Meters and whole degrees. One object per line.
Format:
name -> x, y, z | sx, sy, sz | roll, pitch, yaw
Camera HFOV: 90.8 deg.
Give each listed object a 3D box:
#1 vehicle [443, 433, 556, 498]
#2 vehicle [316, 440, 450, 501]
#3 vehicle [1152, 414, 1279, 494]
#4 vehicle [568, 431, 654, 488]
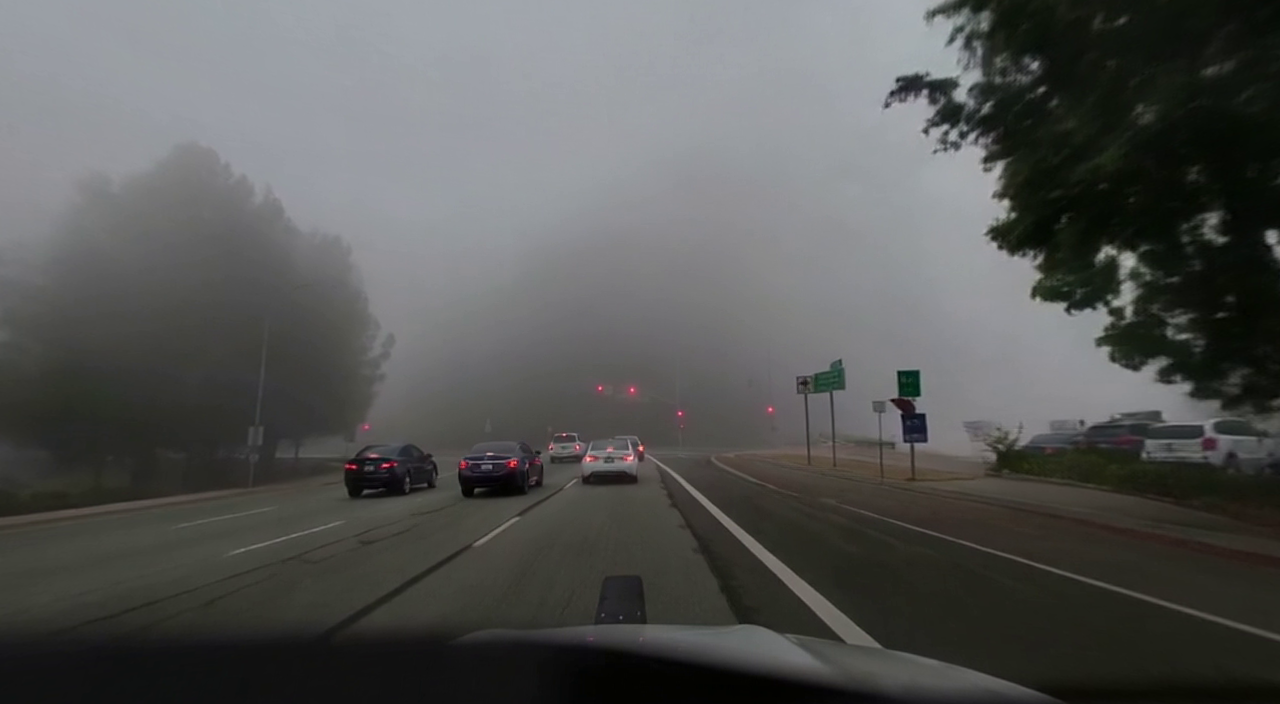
vehicle -> -3.551, 2.962, 16.908 | 1.920, 1.480, 4.549 | 0, -8, 1
vehicle -> -7.012, 3.252, 17.811 | 1.852, 1.458, 4.422 | 0, -8, 1
vehicle -> 15.061, 2.409, 15.170 | 4.961, 1.657, 2.071 | 3, -9, -23
vehicle -> -0.778, 3.136, 18.762 | 2.231, 1.481, 4.489 | 0, -8, 0
